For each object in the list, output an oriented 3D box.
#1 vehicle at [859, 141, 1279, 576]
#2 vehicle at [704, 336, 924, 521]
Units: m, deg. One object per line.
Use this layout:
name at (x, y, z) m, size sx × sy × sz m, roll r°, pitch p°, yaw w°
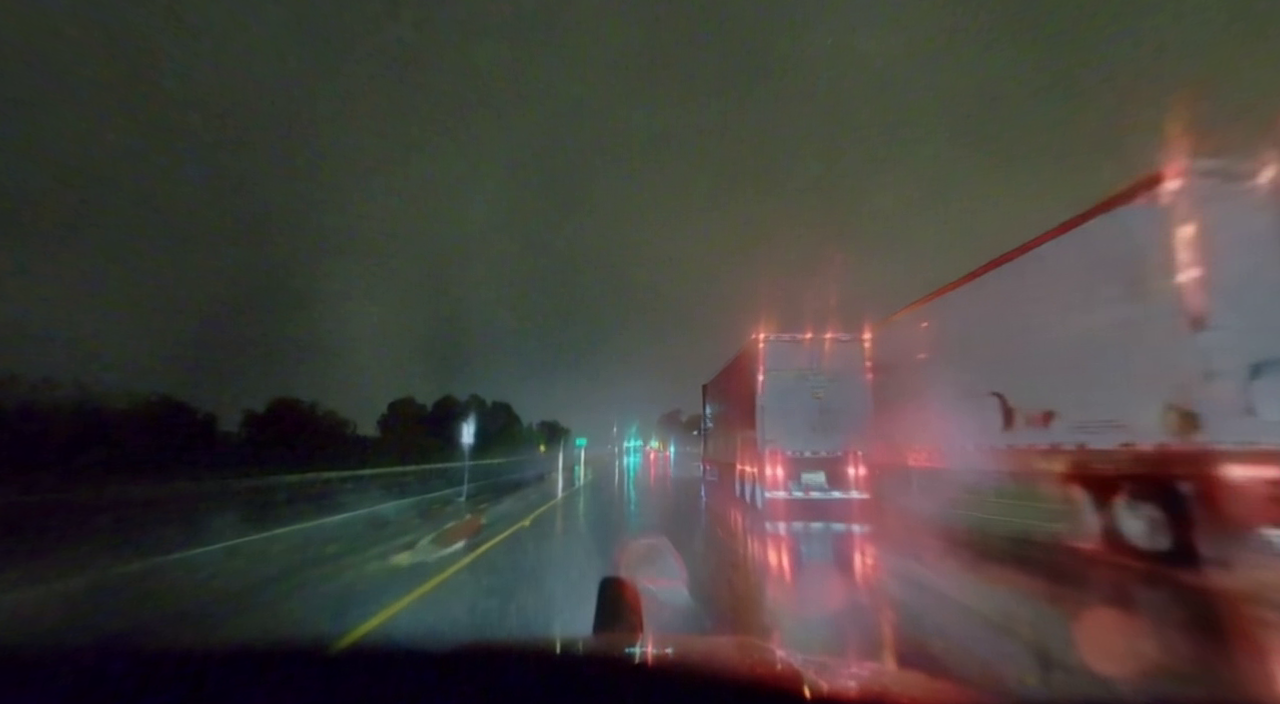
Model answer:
vehicle at (7.922, 0.826, 11.441) m, size 3.268 × 4.172 × 12.771 m, roll -1°, pitch -8°, yaw 1°
vehicle at (3.515, 1.945, 15.203) m, size 2.859 × 3.332 × 7.735 m, roll 0°, pitch -9°, yaw -2°
